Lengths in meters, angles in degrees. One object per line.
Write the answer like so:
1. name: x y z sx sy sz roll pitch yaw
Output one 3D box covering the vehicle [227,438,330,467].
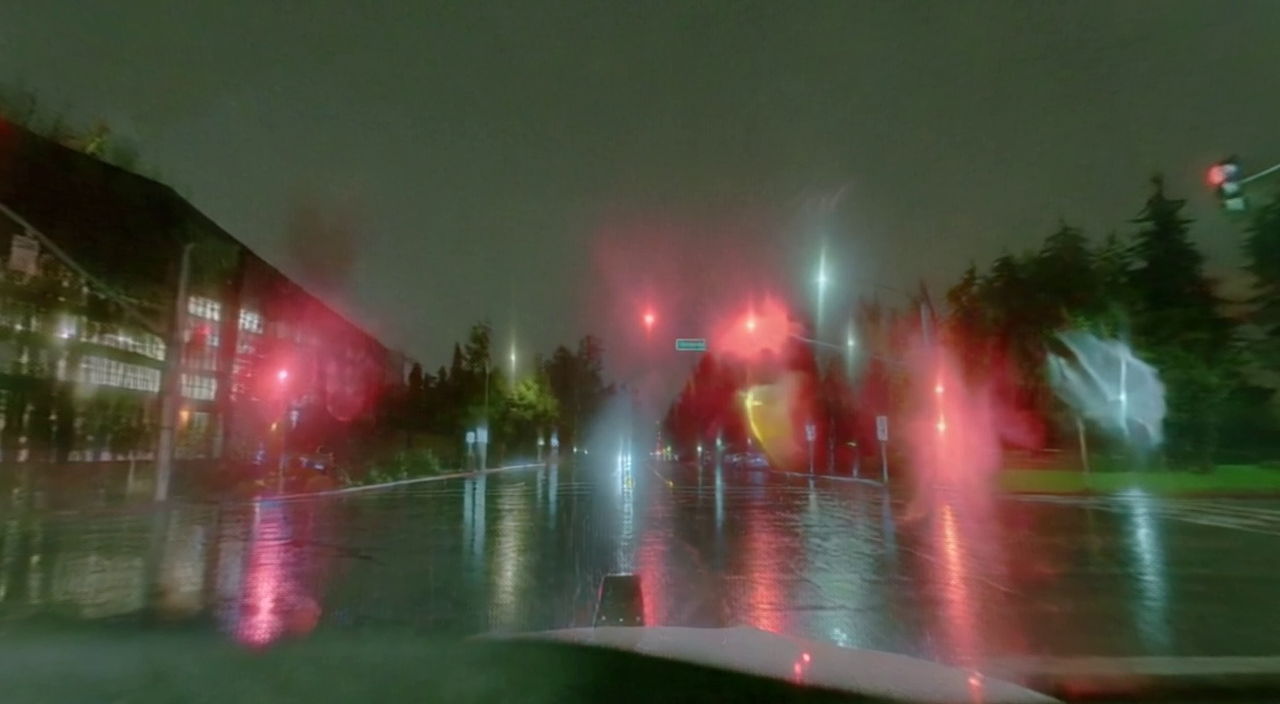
1. vehicle: -21.048 5.872 36.963 4.765 1.593 1.891 1 -8 -6
